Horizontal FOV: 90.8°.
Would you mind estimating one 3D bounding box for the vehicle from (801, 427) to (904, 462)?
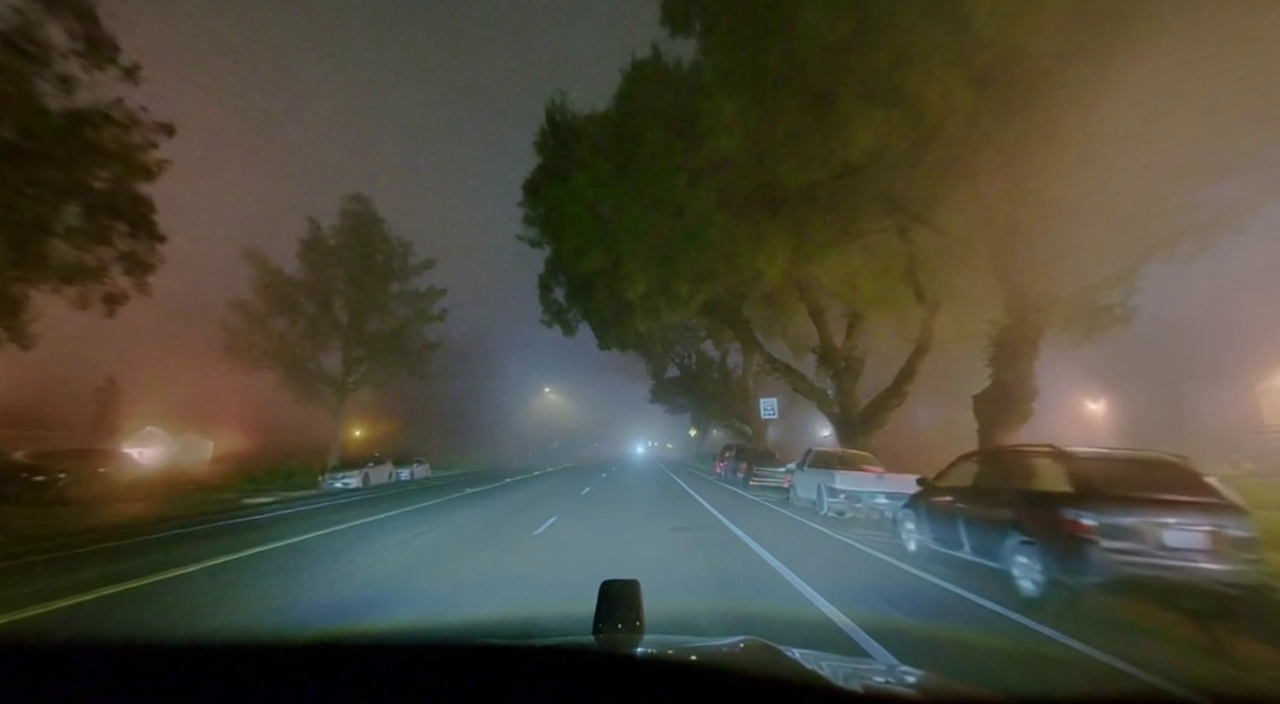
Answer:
[{"bbox_3d":[12.687,5.546,37.983,5.279,2.003,2.233,0,-9,-2],"label":"vehicle"}]

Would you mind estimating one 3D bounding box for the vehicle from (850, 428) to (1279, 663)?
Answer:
[{"bbox_3d":[4.081,1.609,6.509,1.997,1.510,4.555,0,-9,-4],"label":"vehicle"}]

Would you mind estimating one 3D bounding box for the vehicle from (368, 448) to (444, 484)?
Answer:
[{"bbox_3d":[-11.015,5.354,30.119,1.883,1.565,4.696,0,-9,-1],"label":"vehicle"}]

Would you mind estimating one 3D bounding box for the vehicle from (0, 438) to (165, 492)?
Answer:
[{"bbox_3d":[-20.033,3.903,22.001,5.216,1.780,2.045,0,-9,-1],"label":"vehicle"}]

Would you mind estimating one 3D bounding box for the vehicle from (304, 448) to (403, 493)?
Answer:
[{"bbox_3d":[-11.021,4.552,24.674,1.895,1.551,4.229,0,-9,0],"label":"vehicle"}]

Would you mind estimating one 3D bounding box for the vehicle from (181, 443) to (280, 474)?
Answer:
[{"bbox_3d":[-23.892,6.205,37.015,4.304,1.755,2.047,0,-9,-1],"label":"vehicle"}]

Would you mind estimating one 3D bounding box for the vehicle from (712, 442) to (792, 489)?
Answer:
[{"bbox_3d":[3.887,4.020,22.799,2.002,1.493,4.652,0,-9,-1],"label":"vehicle"}]
